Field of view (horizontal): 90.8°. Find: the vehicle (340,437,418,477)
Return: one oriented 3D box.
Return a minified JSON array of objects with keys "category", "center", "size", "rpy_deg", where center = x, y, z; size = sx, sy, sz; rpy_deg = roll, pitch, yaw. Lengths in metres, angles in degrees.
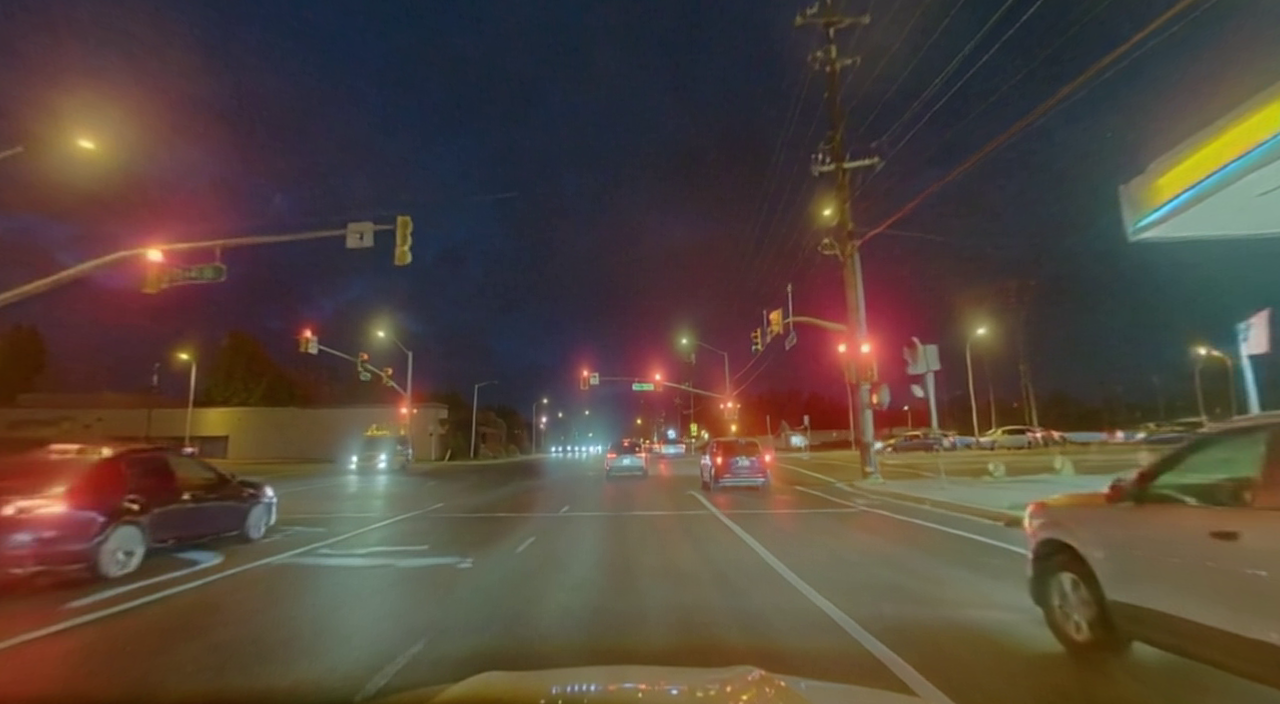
[{"category":"vehicle","center":[-14.449,5.825,35.326],"size":[2.233,2.072,4.813],"rpy_deg":[0,-8,0]}]

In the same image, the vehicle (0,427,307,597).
[{"category":"vehicle","center":[-6.249,1.714,7.679],"size":[2.075,1.470,4.190],"rpy_deg":[0,-8,0]}]

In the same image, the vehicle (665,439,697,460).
[{"category":"vehicle","center":[3.012,7.274,47.392],"size":[1.971,1.477,4.121],"rpy_deg":[0,-8,-2]}]

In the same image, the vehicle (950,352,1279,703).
[{"category":"vehicle","center":[3.787,0.882,2.806],"size":[2.452,1.682,4.565],"rpy_deg":[0,-8,0]}]

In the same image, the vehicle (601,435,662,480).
[{"category":"vehicle","center":[-0.319,3.809,23.149],"size":[2.065,1.484,3.894],"rpy_deg":[0,-8,-1]}]

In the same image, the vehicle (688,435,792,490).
[{"category":"vehicle","center":[2.824,3.261,19.055],"size":[2.208,1.436,4.542],"rpy_deg":[0,-8,-3]}]
